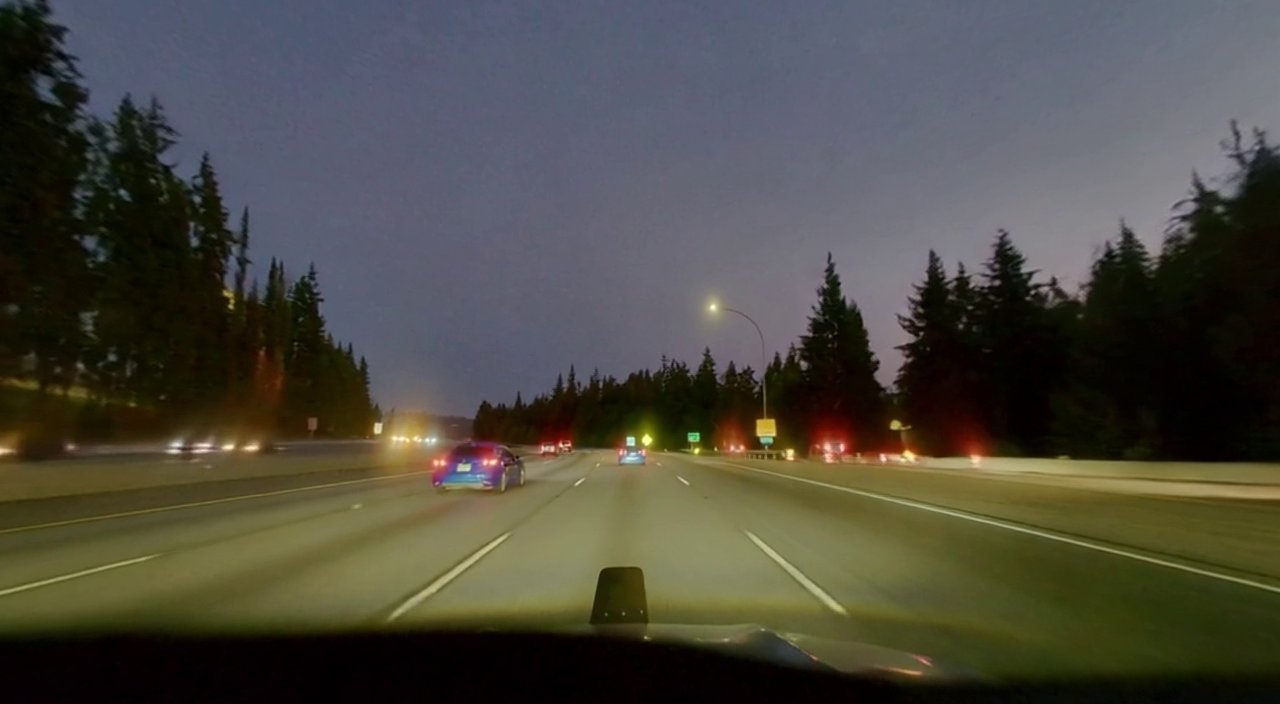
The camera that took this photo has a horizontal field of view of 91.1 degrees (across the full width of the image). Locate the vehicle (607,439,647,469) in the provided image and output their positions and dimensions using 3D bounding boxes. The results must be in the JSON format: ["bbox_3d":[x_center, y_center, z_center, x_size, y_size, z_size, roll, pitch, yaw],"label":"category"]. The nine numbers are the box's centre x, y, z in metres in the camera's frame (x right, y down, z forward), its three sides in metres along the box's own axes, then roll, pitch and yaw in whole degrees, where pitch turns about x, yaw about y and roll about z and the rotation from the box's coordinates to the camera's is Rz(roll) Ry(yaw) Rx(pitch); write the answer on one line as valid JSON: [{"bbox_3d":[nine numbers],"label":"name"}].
[{"bbox_3d":[-0.713,5.398,33.437,1.963,1.462,4.681,0,-8,-1],"label":"vehicle"}]

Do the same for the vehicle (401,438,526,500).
[{"bbox_3d":[-4.422,2.987,16.530,2.001,1.415,4.360,0,-8,0],"label":"vehicle"}]

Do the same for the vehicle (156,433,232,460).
[{"bbox_3d":[-29.952,6.334,42.325,1.912,1.707,4.472,0,-8,-2],"label":"vehicle"}]
